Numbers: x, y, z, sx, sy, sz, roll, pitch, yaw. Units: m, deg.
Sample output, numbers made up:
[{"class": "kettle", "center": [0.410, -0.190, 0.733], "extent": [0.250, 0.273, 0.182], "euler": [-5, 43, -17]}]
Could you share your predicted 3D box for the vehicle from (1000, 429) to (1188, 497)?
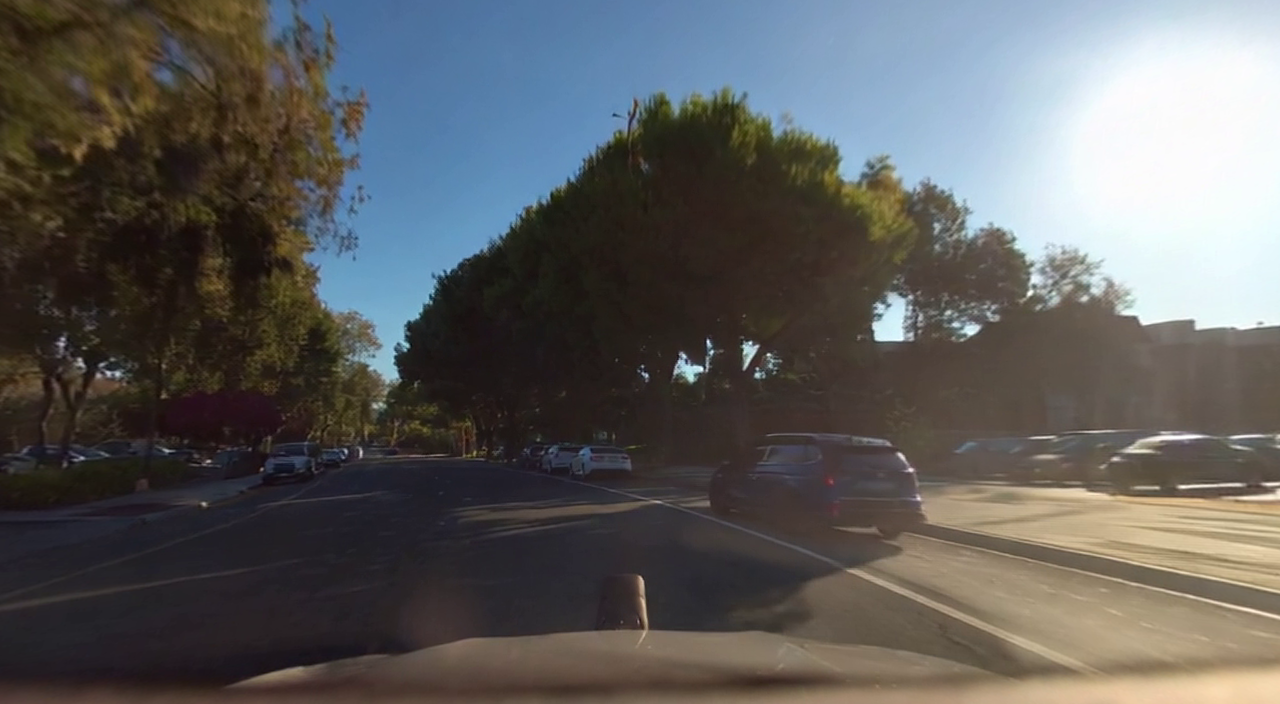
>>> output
[{"class": "vehicle", "center": [11.468, 2.747, 16.005], "extent": [3.974, 1.528, 2.085], "euler": [4, -9, -25]}]

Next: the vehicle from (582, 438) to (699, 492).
[{"class": "vehicle", "center": [-0.129, 3.571, 20.516], "extent": [2.053, 1.519, 4.611], "euler": [4, -9, -24]}]

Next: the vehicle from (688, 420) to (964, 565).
[{"class": "vehicle", "center": [2.731, 2.117, 10.958], "extent": [2.042, 1.817, 5.202], "euler": [2, -6, -17]}]

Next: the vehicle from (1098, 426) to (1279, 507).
[{"class": "vehicle", "center": [12.449, 2.400, 13.580], "extent": [4.433, 1.513, 2.001], "euler": [3, -9, -21]}]

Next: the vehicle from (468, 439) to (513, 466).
[{"class": "vehicle", "center": [-10.860, 7.224, 45.601], "extent": [2.137, 1.814, 5.303], "euler": [4, -9, -24]}]

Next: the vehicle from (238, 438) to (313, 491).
[{"class": "vehicle", "center": [-15.212, 4.638, 26.681], "extent": [2.154, 1.870, 5.118], "euler": [0, -7, -24]}]

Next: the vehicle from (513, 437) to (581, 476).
[{"class": "vehicle", "center": [-4.653, 5.050, 30.919], "extent": [2.055, 1.731, 4.686], "euler": [4, -9, -24]}]
